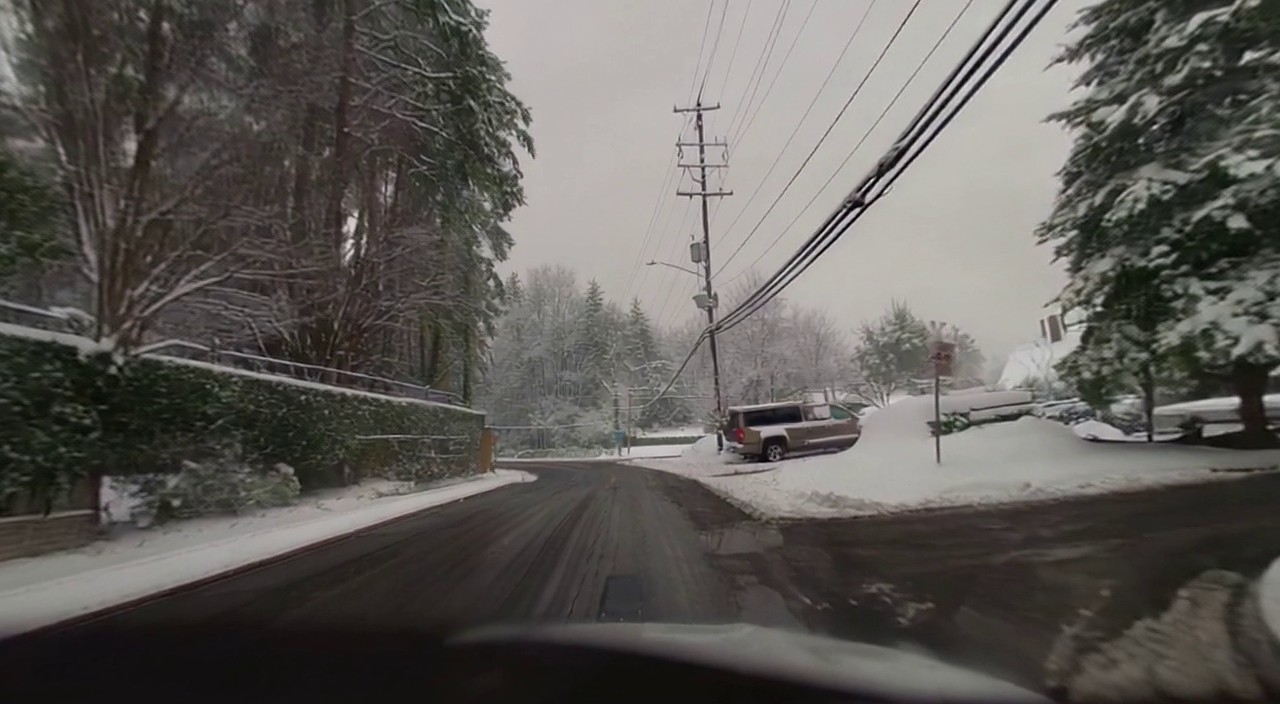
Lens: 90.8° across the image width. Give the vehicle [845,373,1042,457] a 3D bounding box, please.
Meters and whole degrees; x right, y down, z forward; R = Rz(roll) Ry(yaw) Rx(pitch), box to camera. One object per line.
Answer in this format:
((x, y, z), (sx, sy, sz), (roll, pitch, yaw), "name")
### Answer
((8.052, 1.719, 16.764), (4.780, 1.984, 1.896), (3, -9, -23), "vehicle")
